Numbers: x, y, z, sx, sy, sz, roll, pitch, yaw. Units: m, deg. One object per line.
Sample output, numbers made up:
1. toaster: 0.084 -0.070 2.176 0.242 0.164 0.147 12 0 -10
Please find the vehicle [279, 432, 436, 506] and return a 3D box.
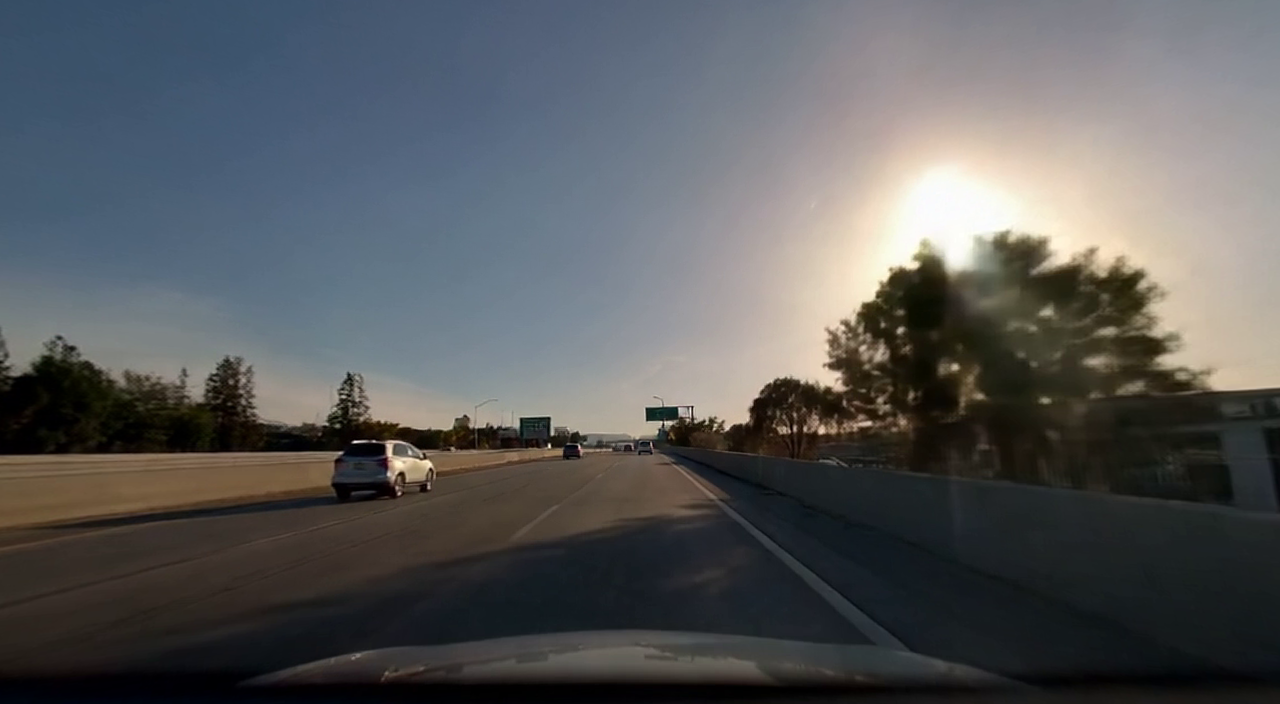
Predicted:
1. vehicle: -7.299 3.050 16.914 2.088 1.678 4.426 -1 -8 1
